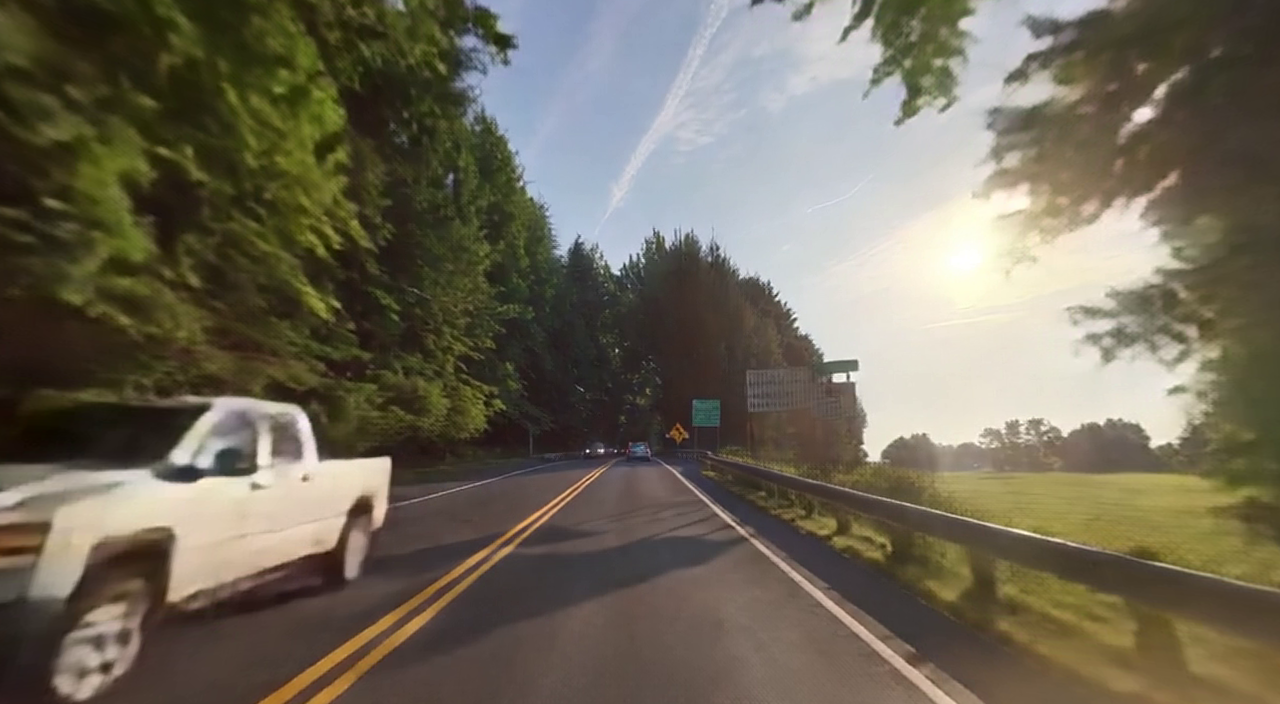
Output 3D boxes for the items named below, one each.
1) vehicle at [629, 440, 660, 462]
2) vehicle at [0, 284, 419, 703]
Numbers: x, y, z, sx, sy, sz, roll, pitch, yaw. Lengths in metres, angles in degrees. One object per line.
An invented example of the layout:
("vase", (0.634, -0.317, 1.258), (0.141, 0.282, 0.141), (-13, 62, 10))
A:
("vehicle", (0.302, 6.955, 44.353), (2.067, 1.486, 3.861), (0, -9, 0))
("vehicle", (-3.987, 1.096, 4.871), (2.441, 2.113, 5.738), (0, -9, 0))
